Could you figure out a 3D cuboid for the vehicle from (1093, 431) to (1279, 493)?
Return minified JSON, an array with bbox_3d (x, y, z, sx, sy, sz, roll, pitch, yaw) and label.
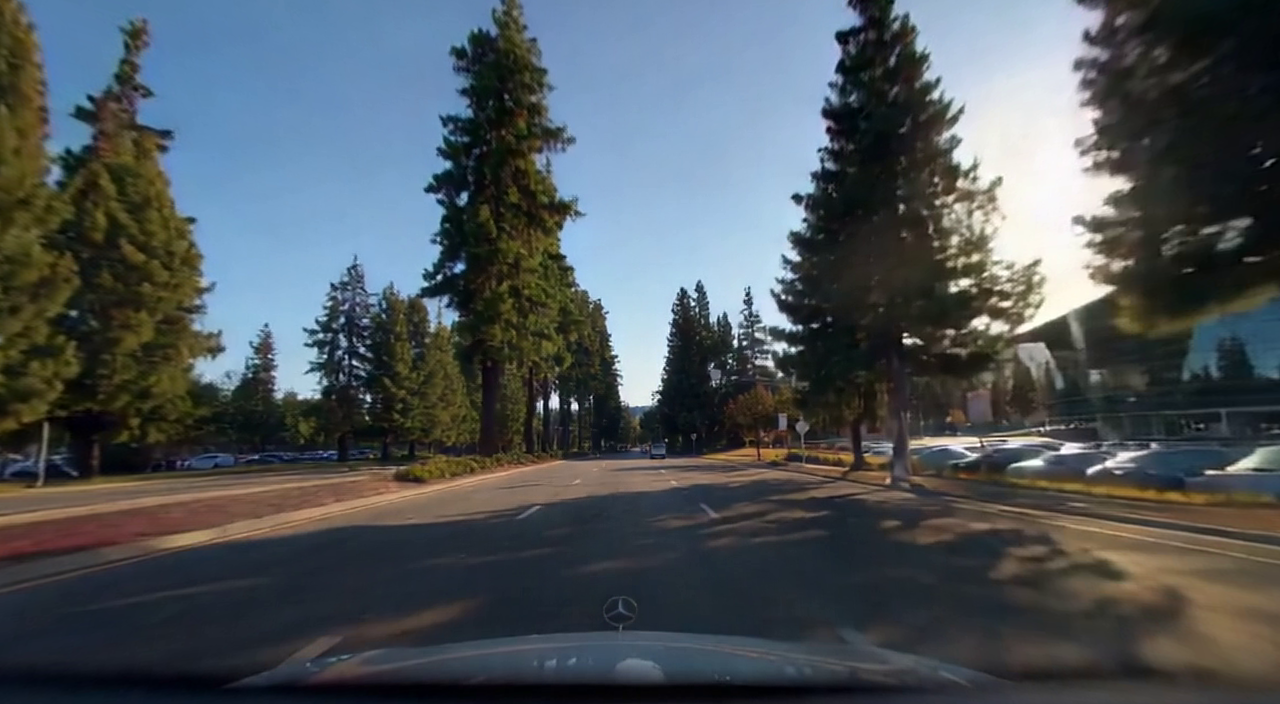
[{"bbox_3d":[17.313,3.404,19.721,4.609,1.809,2.095,0,-8,1],"label":"vehicle"}]
